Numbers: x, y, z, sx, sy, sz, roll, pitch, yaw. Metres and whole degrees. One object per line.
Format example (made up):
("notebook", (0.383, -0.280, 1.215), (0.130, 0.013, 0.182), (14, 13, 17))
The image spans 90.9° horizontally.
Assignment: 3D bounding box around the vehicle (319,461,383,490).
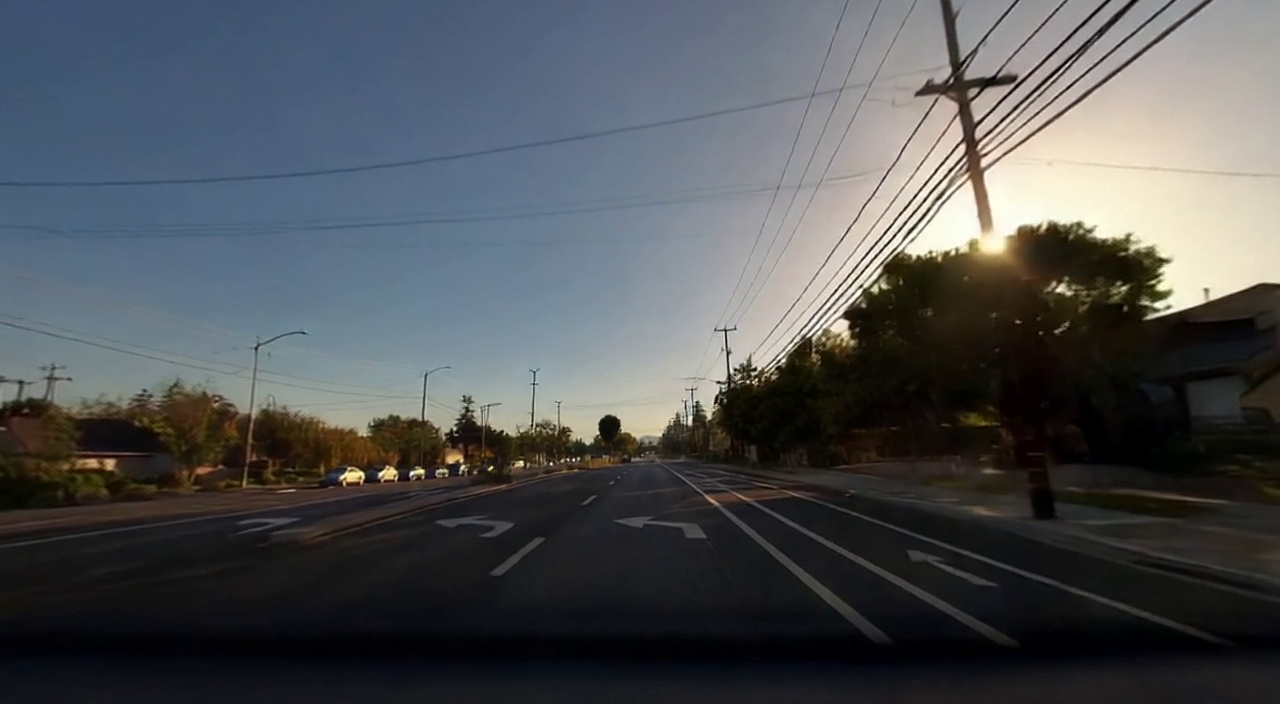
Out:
("vehicle", (-21.399, 9.145, 46.936), (2.052, 1.915, 5.101), (-1, -8, 4))
